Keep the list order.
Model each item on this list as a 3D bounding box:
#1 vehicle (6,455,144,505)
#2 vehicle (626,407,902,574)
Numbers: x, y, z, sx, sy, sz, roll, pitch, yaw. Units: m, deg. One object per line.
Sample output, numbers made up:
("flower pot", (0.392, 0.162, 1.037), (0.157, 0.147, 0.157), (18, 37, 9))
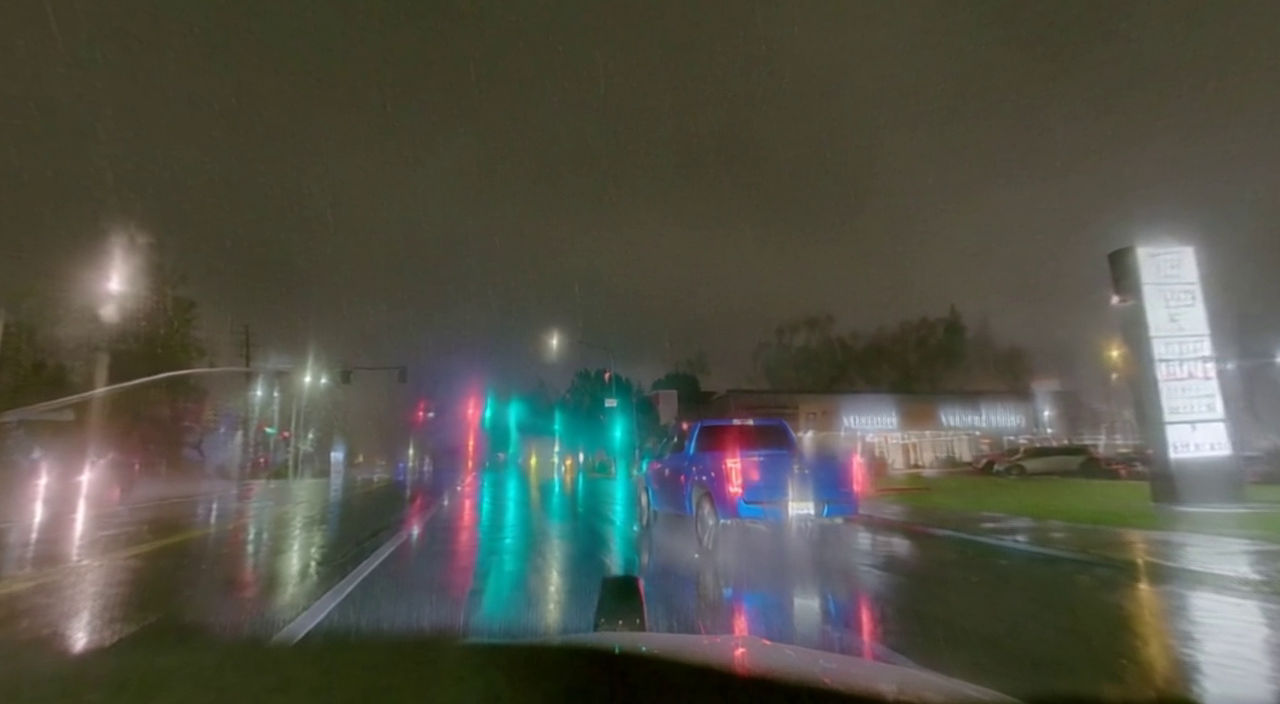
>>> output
("vehicle", (-22.248, 5.001, 25.178), (2.037, 1.725, 4.632), (2, -9, -14))
("vehicle", (1.482, 2.062, 10.429), (2.402, 1.922, 5.677), (2, -9, -12))
